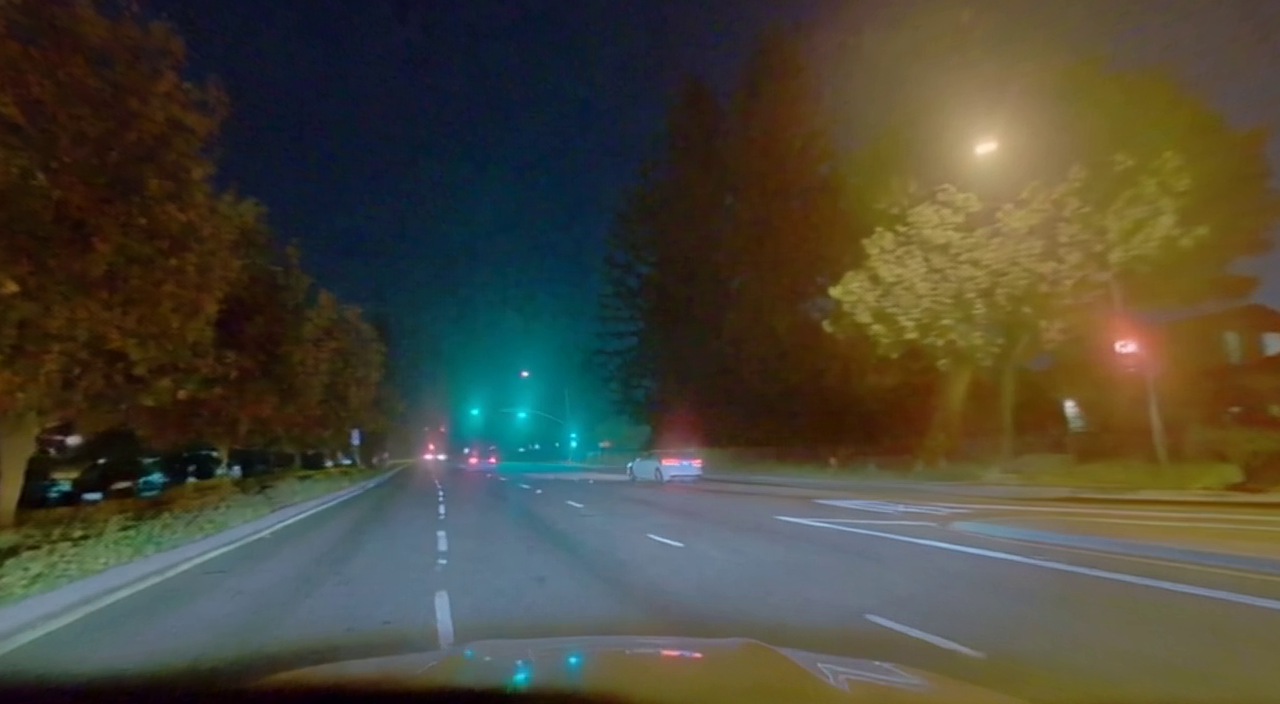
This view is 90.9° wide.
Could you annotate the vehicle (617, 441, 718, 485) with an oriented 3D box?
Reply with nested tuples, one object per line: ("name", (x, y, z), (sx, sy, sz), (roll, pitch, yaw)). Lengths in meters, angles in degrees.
("vehicle", (1.122, 4.964, 28.577), (2.102, 1.798, 4.995), (5, -10, -31))

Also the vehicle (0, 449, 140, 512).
("vehicle", (-15.713, 3.326, 16.860), (2.043, 1.431, 4.659), (3, -9, -18))

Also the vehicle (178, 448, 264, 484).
("vehicle", (-19.641, 5.335, 29.816), (2.057, 1.537, 4.410), (3, -9, -16))
